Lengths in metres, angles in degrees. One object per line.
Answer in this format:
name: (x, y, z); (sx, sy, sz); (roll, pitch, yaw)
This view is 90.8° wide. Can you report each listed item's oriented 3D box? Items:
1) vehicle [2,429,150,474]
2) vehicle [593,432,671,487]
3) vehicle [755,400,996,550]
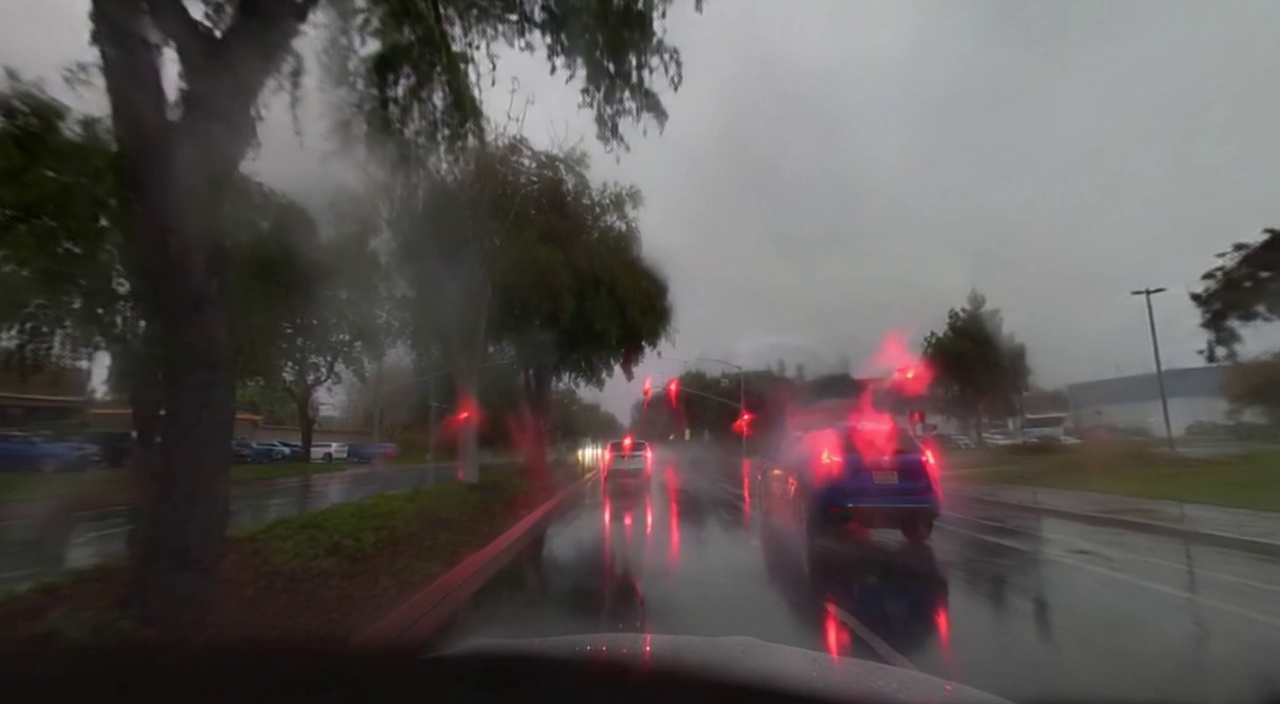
vehicle: (-29.011, 5.108, 32.807); (5.335, 2.076, 2.209); (3, -10, -33)
vehicle: (-0.232, 3.360, 20.096); (2.177, 1.512, 4.682); (0, -8, 0)
vehicle: (3.208, 1.790, 9.779); (2.046, 1.768, 4.370); (0, -8, 0)
